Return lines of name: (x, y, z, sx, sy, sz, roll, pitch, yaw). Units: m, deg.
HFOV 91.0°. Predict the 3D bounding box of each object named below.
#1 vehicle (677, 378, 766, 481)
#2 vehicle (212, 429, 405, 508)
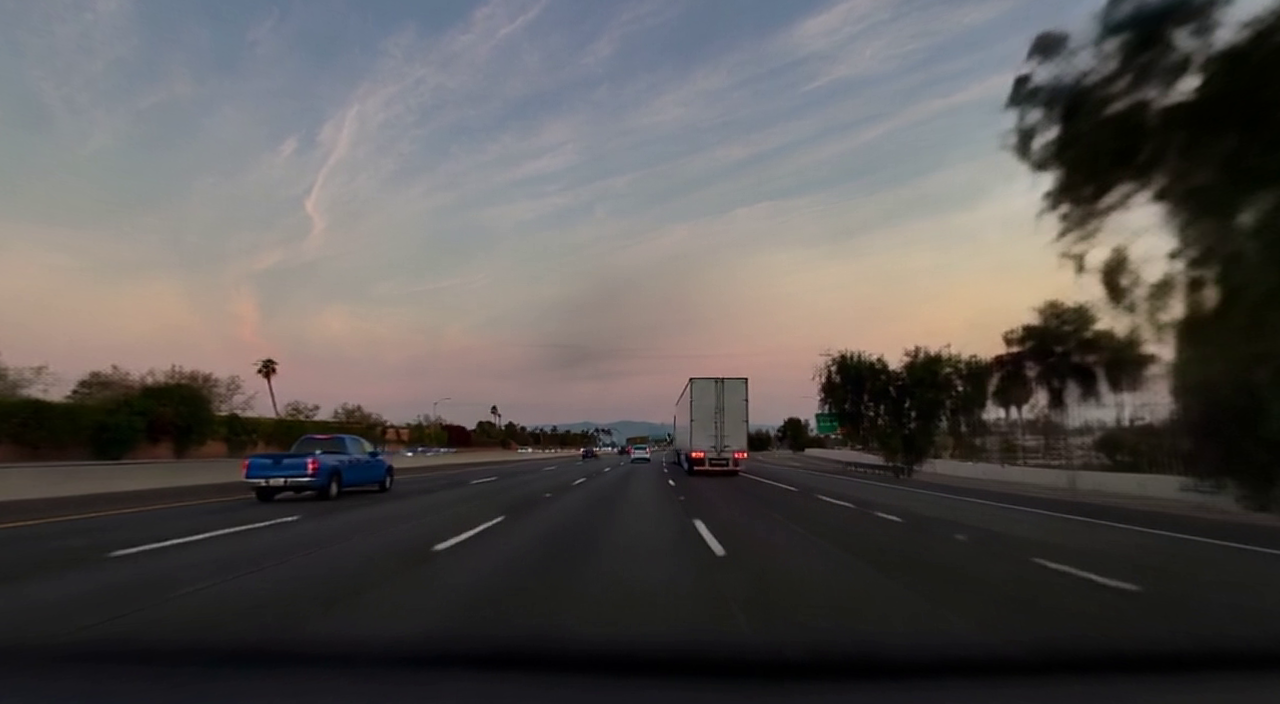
vehicle: (3.705, 4.241, 33.286, 2.891, 4.123, 16.415, 0, -8, 1)
vehicle: (-8.254, 2.942, 16.407, 2.264, 1.728, 4.940, 0, -9, 1)
